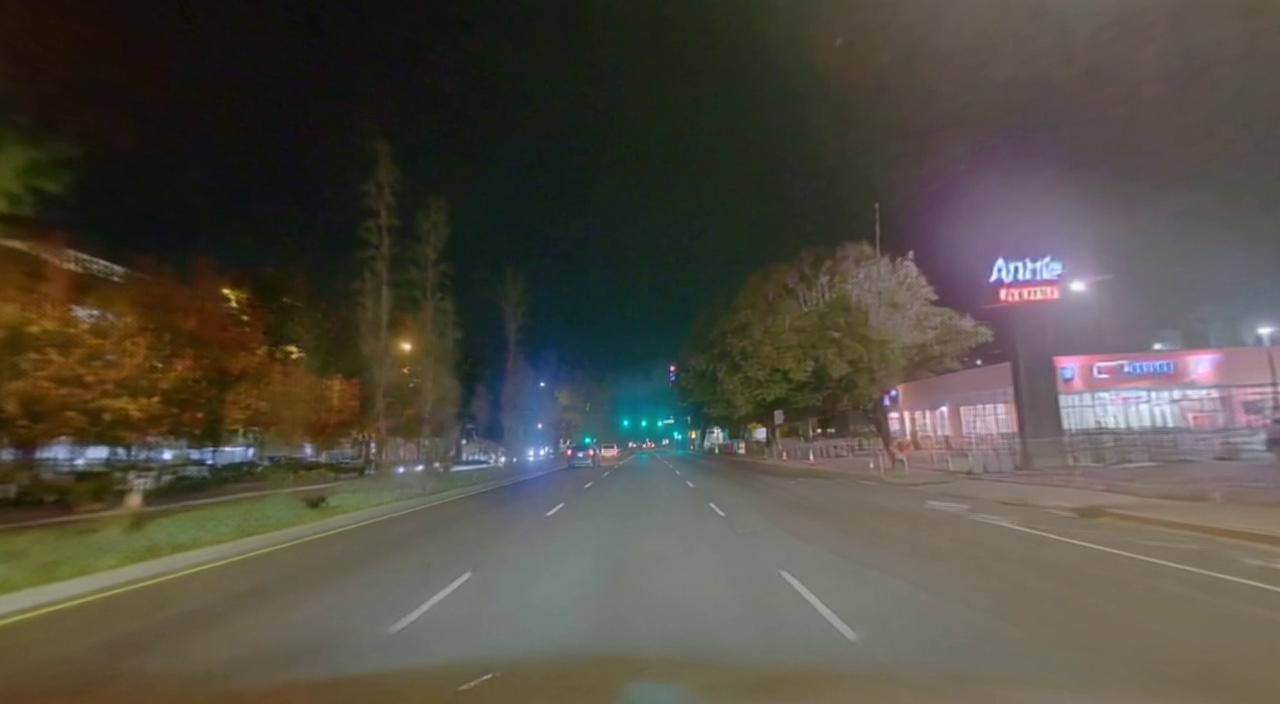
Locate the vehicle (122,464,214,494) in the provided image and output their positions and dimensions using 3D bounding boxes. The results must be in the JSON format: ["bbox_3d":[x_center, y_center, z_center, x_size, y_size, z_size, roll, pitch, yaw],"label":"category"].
[{"bbox_3d":[-30.053,8.070,40.221,4.492,1.450,1.833,3,-11,-42],"label":"vehicle"}]

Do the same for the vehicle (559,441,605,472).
[{"bbox_3d":[-2.880,5.324,32.289,1.926,1.442,4.231,0,-8,0],"label":"vehicle"}]

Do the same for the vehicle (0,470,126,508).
[{"bbox_3d":[-30.309,7.115,33.089,4.831,1.621,2.138,8,-12,-44],"label":"vehicle"}]
